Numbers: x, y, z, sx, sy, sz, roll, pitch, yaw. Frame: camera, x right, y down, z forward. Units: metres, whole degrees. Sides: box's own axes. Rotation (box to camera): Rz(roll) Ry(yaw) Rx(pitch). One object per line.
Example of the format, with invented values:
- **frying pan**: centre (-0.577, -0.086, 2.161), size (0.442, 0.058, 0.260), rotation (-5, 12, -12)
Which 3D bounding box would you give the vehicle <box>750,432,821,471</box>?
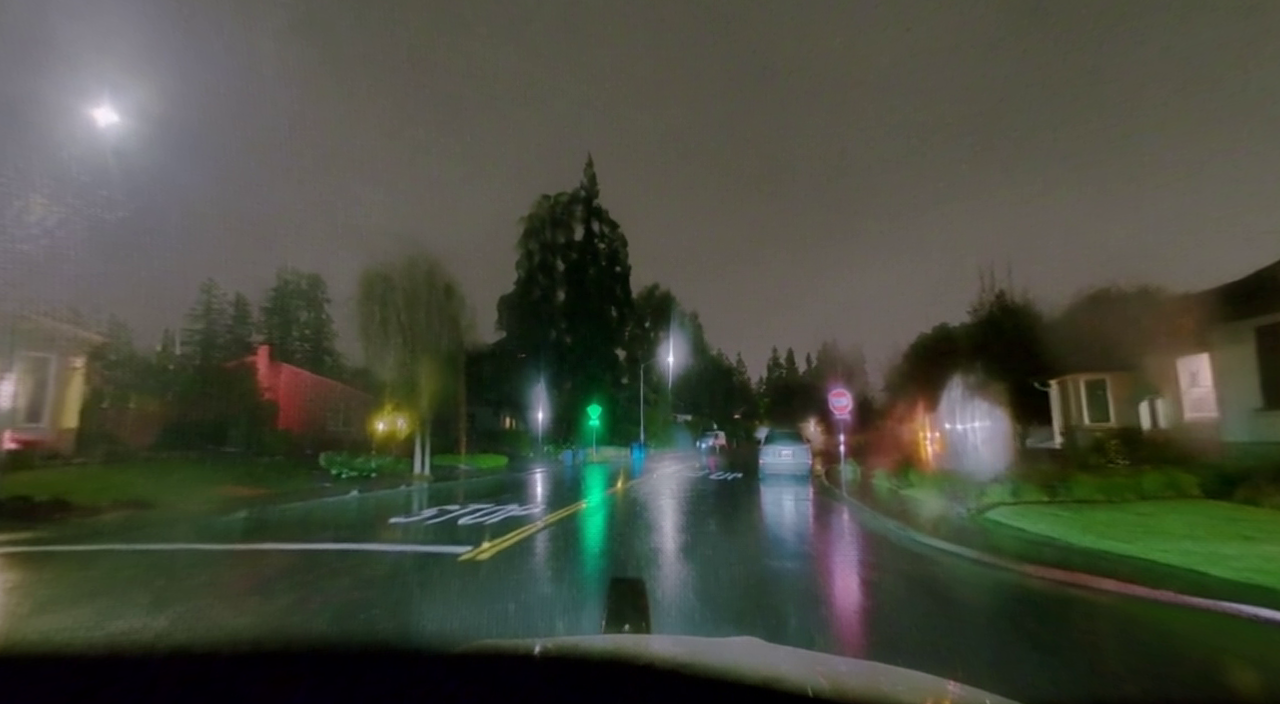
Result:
- **vehicle**: centre (6.976, 4.663, 29.846), size (2.692, 1.649, 4.689), rotation (-3, -8, 20)
